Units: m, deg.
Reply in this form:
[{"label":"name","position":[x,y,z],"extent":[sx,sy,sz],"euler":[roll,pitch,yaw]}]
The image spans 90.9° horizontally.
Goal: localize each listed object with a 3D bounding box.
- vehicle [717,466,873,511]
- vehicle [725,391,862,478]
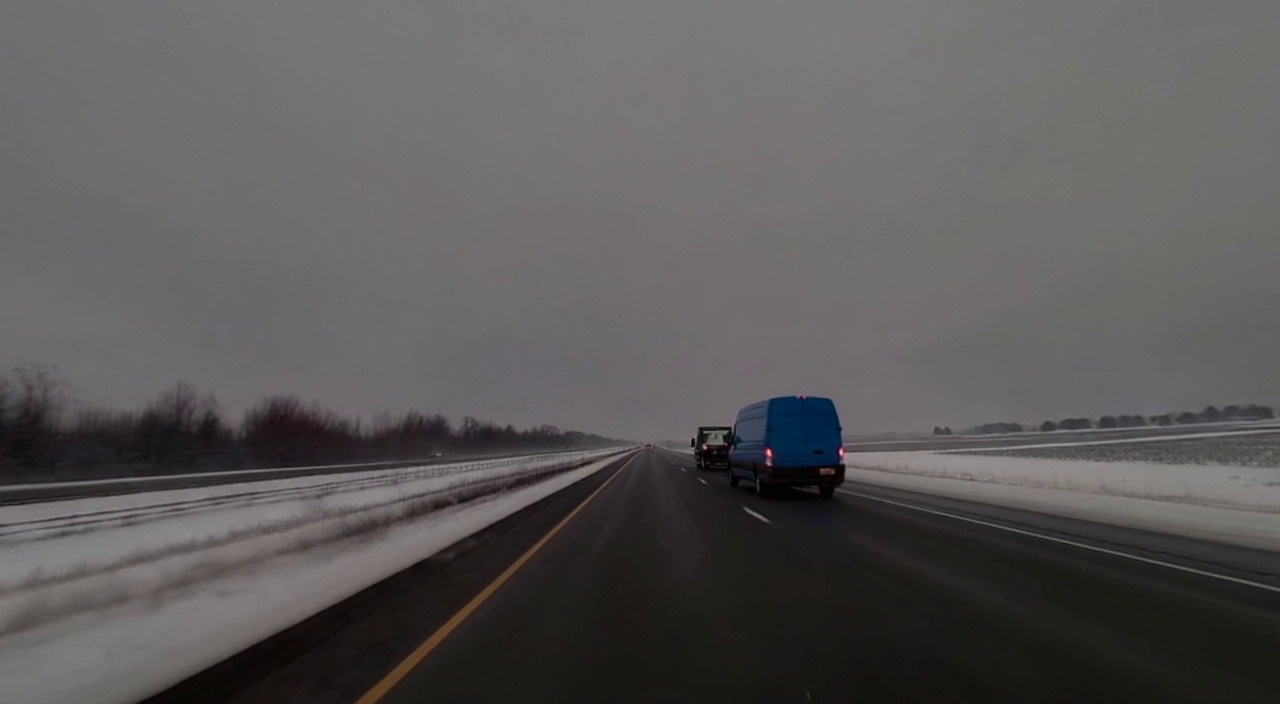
[{"label":"vehicle","position":[3.979,3.729,17.754],"extent":[2.702,0.824,6.391],"euler":[0,-9,-1]},{"label":"vehicle","position":[4.013,2.395,17.812],"extent":[2.444,2.053,5.616],"euler":[-1,-9,0]}]
